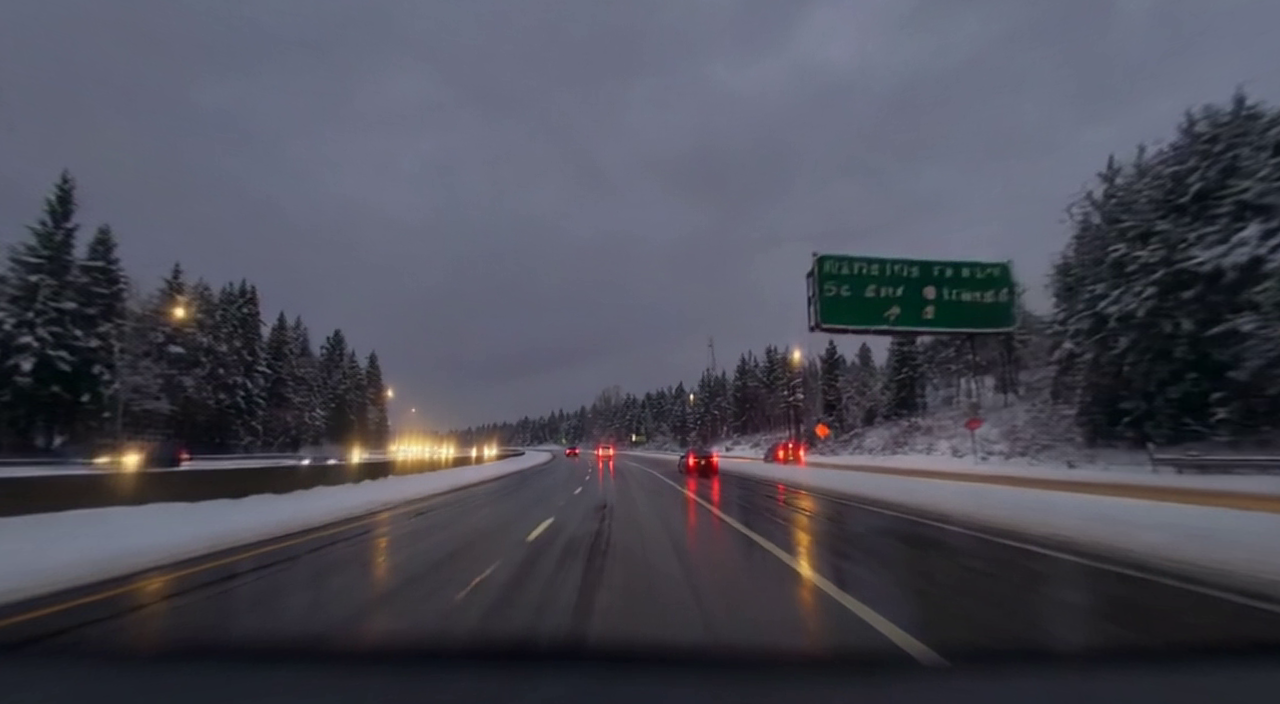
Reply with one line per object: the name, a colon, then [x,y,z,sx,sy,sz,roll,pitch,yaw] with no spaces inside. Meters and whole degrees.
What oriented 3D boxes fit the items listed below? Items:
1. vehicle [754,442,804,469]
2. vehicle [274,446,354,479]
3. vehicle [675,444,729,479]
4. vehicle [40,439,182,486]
vehicle: [9.202,6.906,42.061,1.909,1.634,4.739,1,-9,-5]
vehicle: [-17.480,5.934,34.081,1.970,1.627,4.647,0,-9,-2]
vehicle: [2.933,5.300,30.747,1.975,1.562,3.823,1,-9,-5]
vehicle: [-24.768,5.188,29.839,2.184,1.991,5.336,0,-9,-2]
